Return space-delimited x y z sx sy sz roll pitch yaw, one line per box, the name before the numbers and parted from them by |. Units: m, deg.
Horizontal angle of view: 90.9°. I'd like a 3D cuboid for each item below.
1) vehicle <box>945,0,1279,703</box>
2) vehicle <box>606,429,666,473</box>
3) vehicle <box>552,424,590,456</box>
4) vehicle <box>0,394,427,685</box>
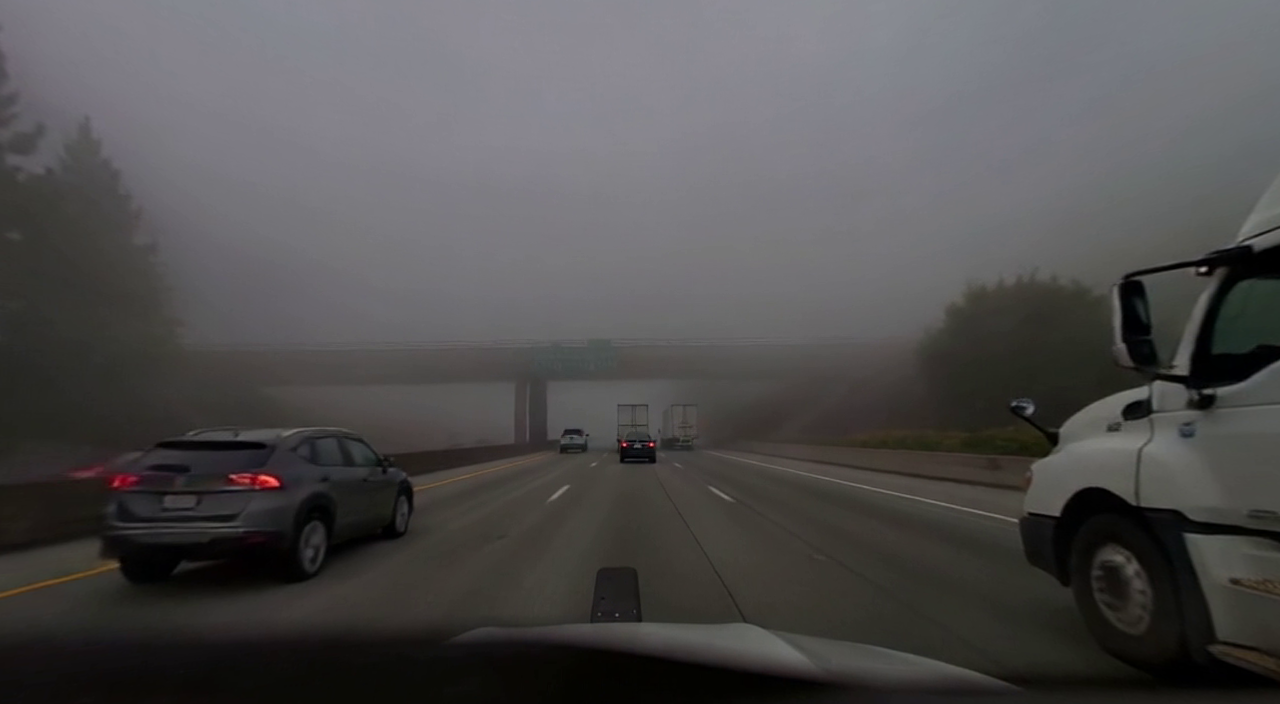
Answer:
vehicle | 3.899 -0.199 0.983 2.783 3.483 7.836 0 -8 -1
vehicle | -0.175 3.681 23.707 2.059 1.522 3.693 0 -8 -1
vehicle | -4.480 5.819 41.619 2.013 1.961 4.692 0 -8 0
vehicle | -3.742 1.312 5.758 1.979 1.527 4.754 0 -8 -1
